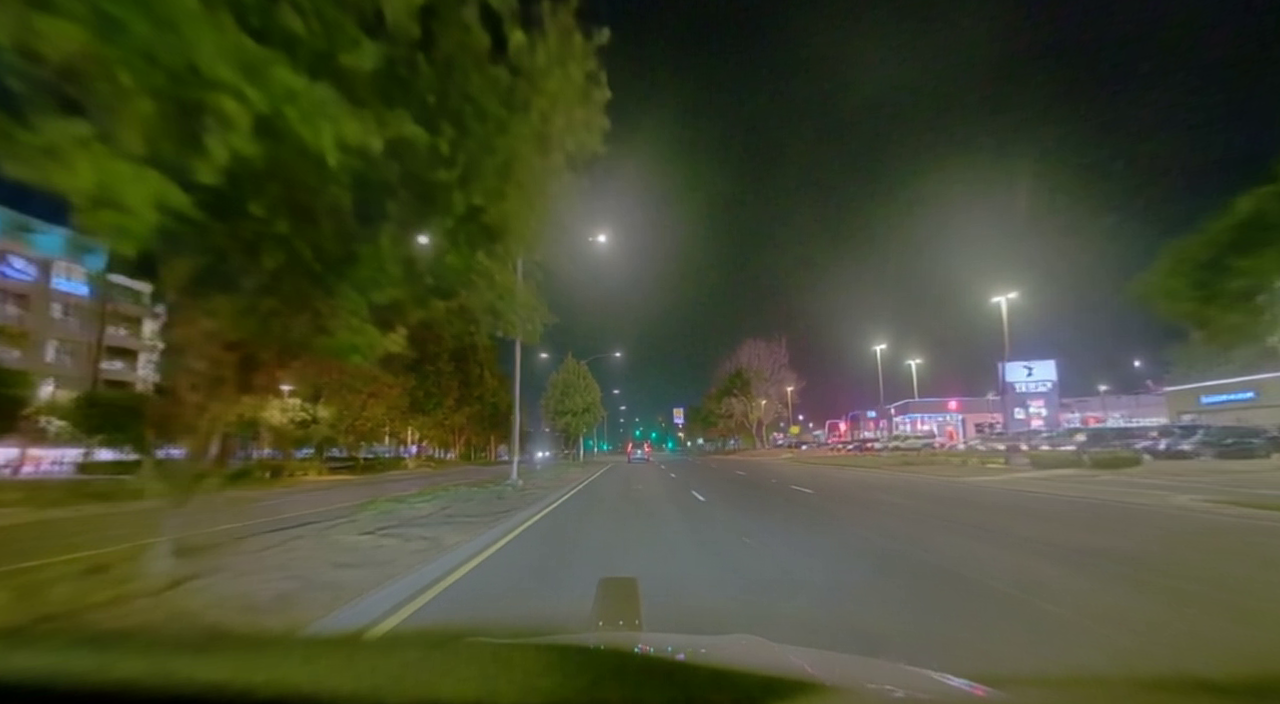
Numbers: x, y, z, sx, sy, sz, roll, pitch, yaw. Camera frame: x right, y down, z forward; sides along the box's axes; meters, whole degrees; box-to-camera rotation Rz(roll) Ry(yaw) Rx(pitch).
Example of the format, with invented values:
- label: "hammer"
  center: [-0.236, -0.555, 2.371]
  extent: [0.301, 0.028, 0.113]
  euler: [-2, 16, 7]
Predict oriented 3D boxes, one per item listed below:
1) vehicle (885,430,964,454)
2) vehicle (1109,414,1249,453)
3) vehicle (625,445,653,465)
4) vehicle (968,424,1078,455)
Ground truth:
- label: "vehicle"
  center: [20.245, 6.436, 45.160]
  extent: [4.586, 1.668, 2.113]
  euler: [-1, -9, 5]
- label: "vehicle"
  center: [25.617, 3.966, 30.370]
  extent: [1.921, 1.678, 5.257]
  euler: [0, -8, -2]
- label: "vehicle"
  center: [-0.140, 8.078, 49.855]
  extent: [2.159, 1.461, 4.142]
  euler: [0, -8, -1]
- label: "vehicle"
  center: [20.940, 4.813, 34.677]
  extent: [4.682, 1.630, 1.972]
  euler: [-1, -8, 2]
